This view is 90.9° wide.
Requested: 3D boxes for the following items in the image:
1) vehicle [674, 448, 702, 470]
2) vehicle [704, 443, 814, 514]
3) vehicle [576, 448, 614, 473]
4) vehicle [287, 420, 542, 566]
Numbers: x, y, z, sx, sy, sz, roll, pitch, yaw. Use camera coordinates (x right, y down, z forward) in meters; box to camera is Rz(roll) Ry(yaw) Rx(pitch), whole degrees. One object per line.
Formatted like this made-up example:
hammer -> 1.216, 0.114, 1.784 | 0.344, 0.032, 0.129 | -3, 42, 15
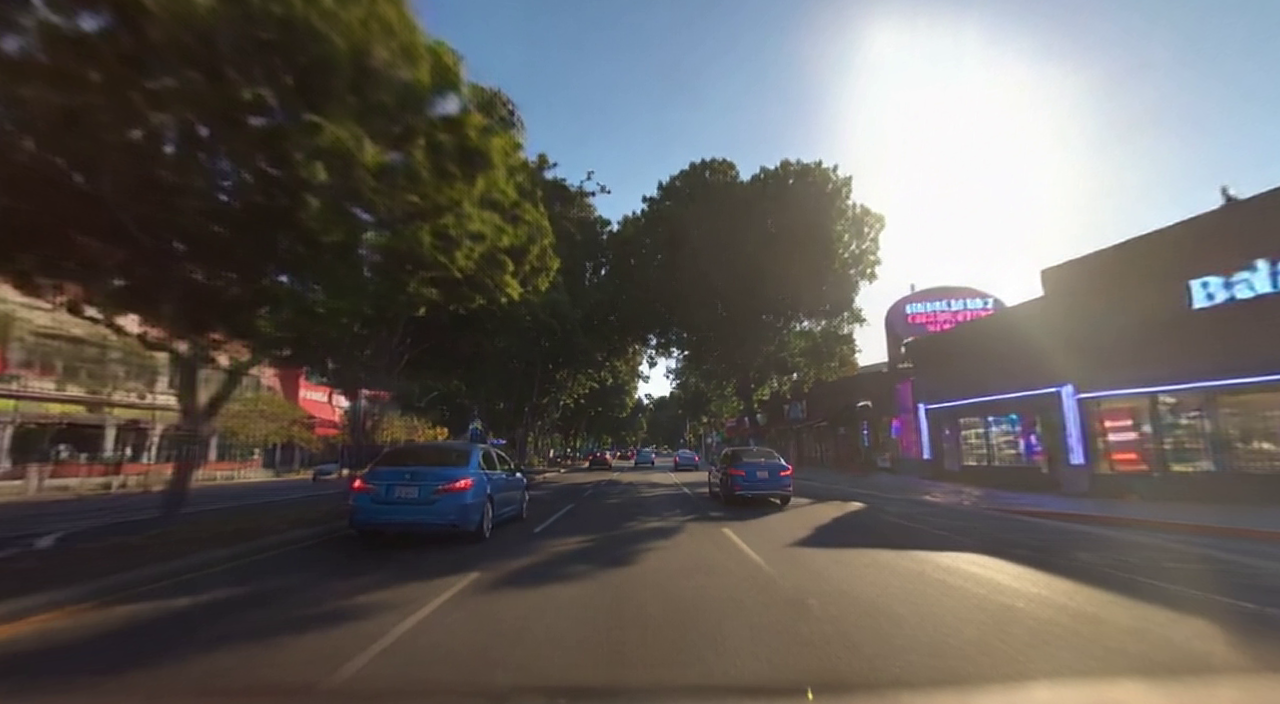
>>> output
vehicle -> 3.639, 8.216, 48.503 | 1.931, 1.552, 4.125 | 0, -8, 1
vehicle -> 2.810, 3.066, 15.831 | 1.946, 1.513, 4.133 | 0, -8, 0
vehicle -> -2.840, 6.952, 40.572 | 2.040, 1.471, 4.211 | -1, -8, 2
vehicle -> -2.979, 1.993, 9.785 | 2.032, 1.639, 5.037 | 0, -8, 1
